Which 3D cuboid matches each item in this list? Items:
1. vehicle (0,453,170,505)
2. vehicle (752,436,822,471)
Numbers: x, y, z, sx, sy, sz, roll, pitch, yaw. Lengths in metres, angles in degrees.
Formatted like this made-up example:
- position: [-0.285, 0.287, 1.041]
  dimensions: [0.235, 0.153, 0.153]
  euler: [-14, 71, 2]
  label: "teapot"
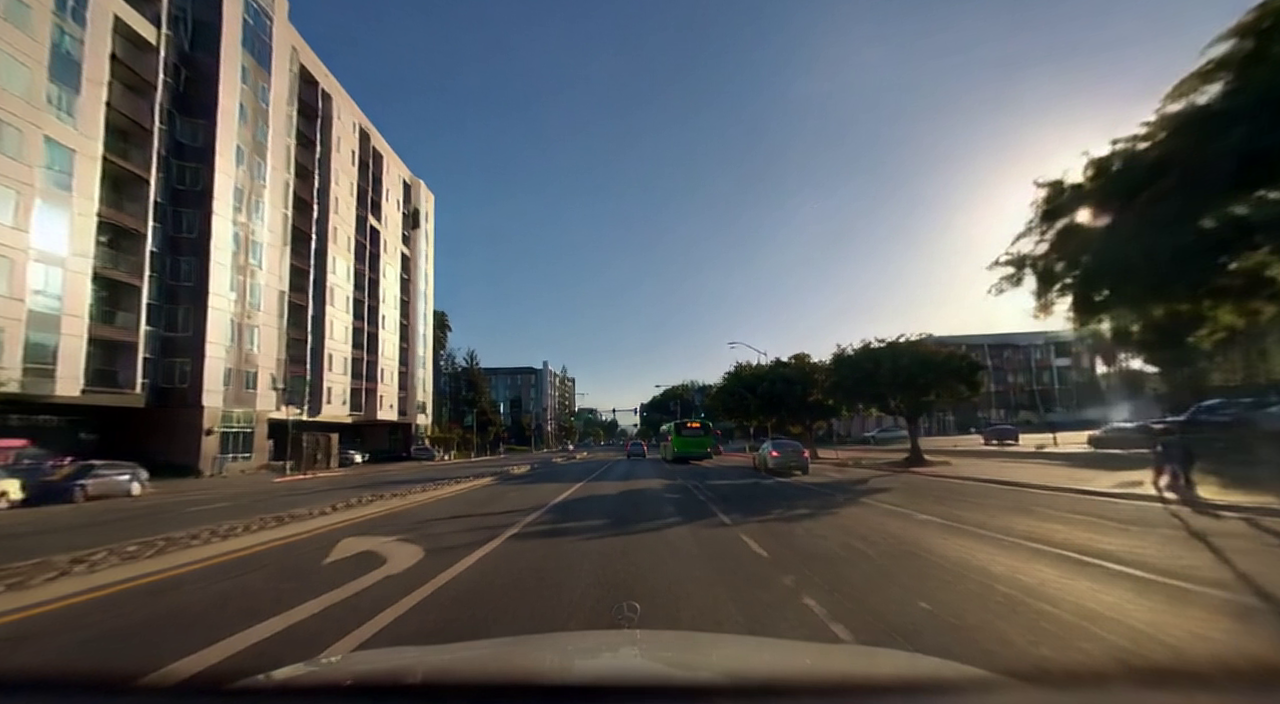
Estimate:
- position: [-18.645, 4.204, 21.434]
  dimensions: [1.861, 1.499, 4.605]
  euler: [0, -9, -1]
  label: "vehicle"
- position: [6.590, 4.618, 28.801]
  dimensions: [1.992, 1.447, 4.414]
  euler: [1, -9, -2]
  label: "vehicle"
